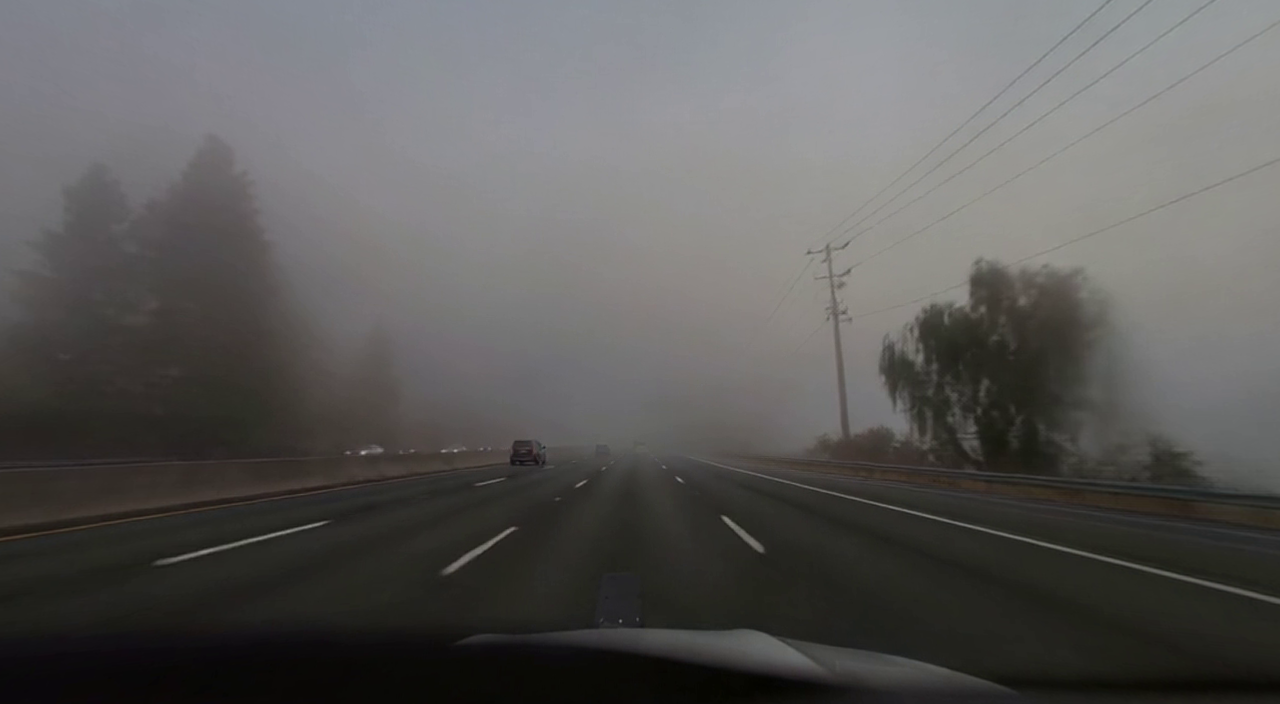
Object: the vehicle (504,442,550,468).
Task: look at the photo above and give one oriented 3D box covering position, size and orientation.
[{"bbox_3d":[-7.260,6.678,40.915,2.034,1.563,4.476,0,-9,1],"label":"vehicle"}]
